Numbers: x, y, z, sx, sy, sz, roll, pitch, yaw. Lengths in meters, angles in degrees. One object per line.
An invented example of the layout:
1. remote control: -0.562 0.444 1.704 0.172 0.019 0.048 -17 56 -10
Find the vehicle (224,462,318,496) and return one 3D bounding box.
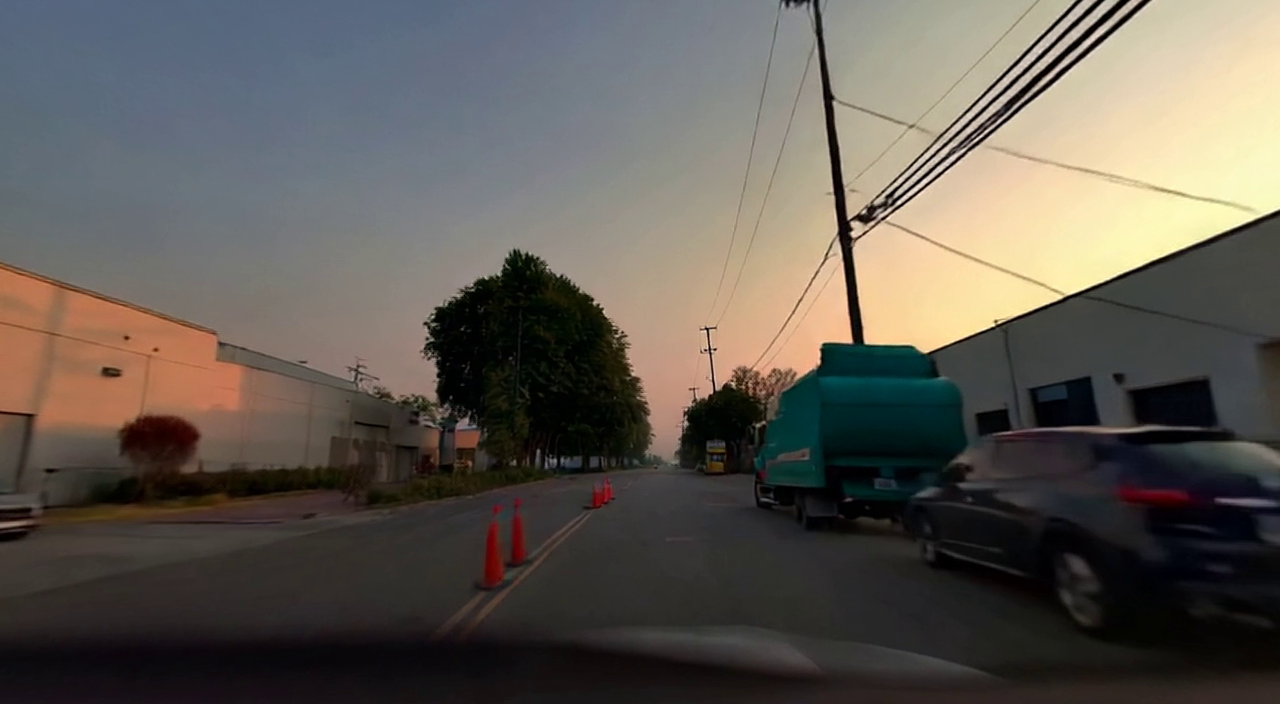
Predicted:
1. vehicle: -22.544 7.749 38.749 4.417 1.867 2.030 1 -9 -5

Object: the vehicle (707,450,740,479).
1. vehicle: 6.098 8.249 46.656 2.010 1.985 5.124 -1 -9 3

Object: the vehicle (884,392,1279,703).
1. vehicle: 4.100 1.394 5.697 1.892 1.696 4.332 0 -9 -3

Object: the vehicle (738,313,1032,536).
1. vehicle: 4.153 1.697 13.170 3.058 3.269 7.674 -1 -10 1
